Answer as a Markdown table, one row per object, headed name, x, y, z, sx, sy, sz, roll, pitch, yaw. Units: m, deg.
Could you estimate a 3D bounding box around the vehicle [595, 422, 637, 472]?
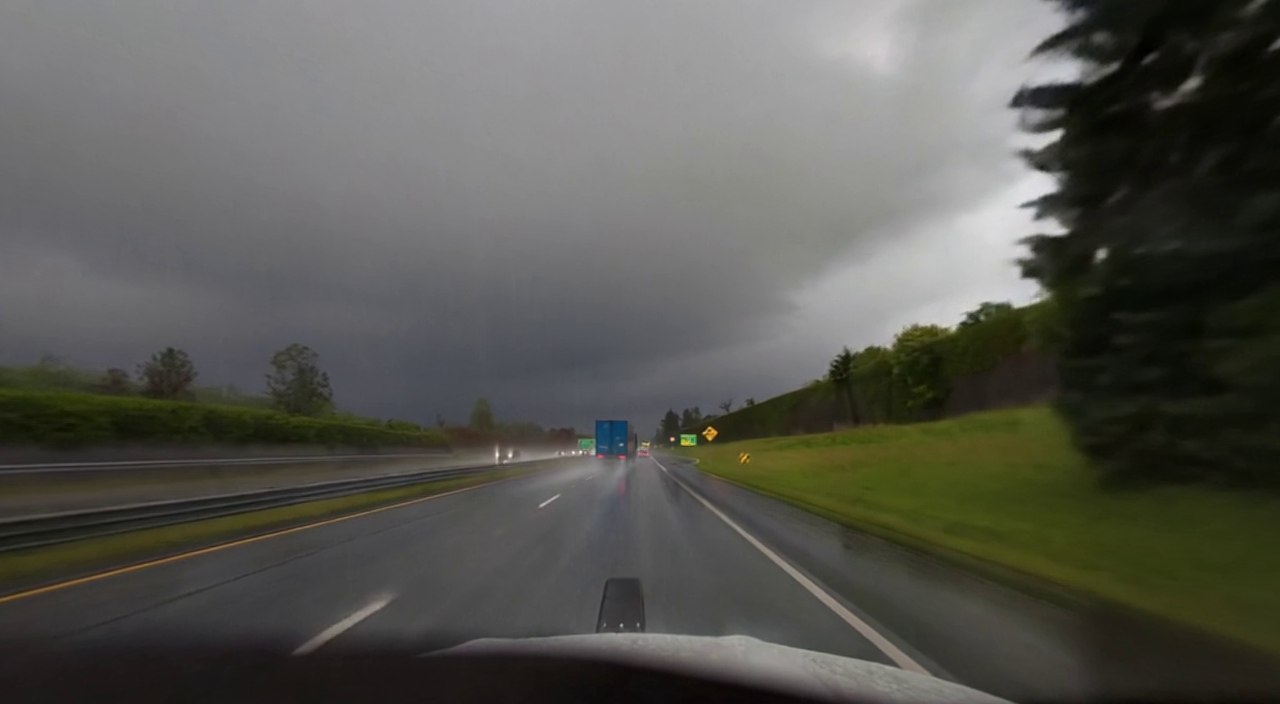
| name | x | y | z | sx | sy | sz | roll | pitch | yaw |
| --- | --- | --- | --- | --- | --- | --- | --- | --- | --- |
| vehicle | -1.603 | 6.720 | 44.517 | 2.704 | 3.270 | 6.745 | 0 | -9 | -1 |
